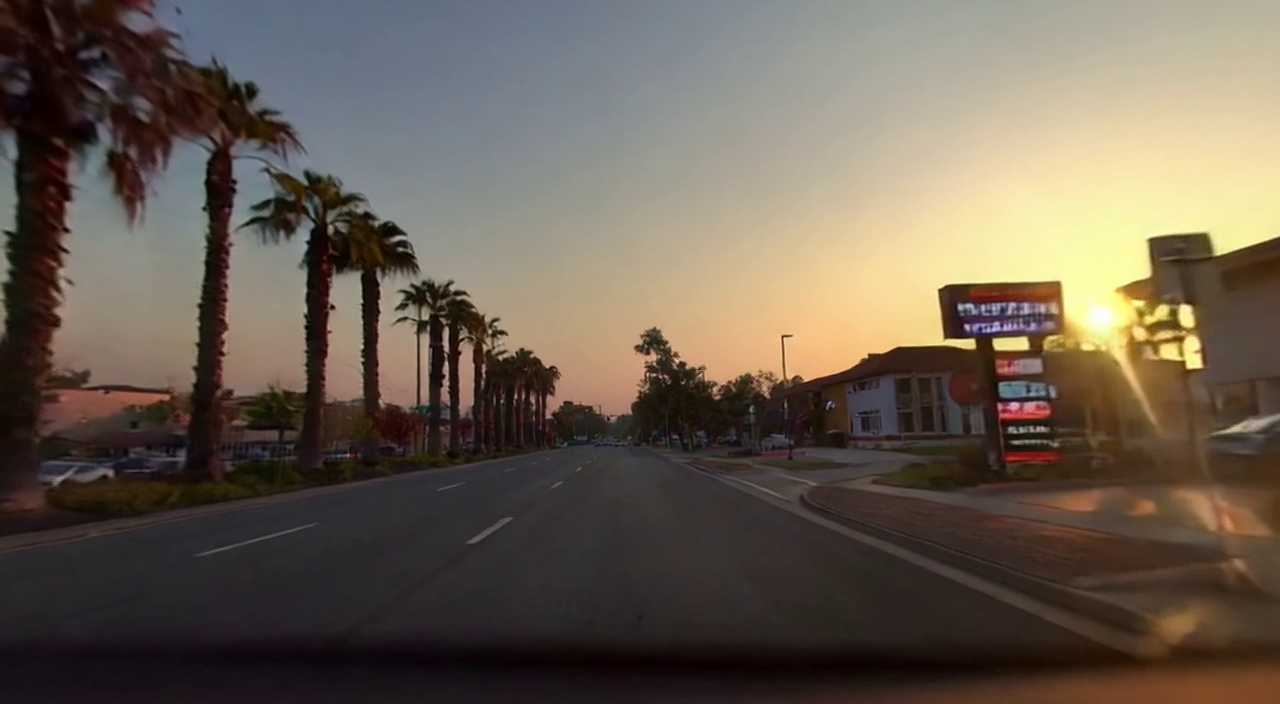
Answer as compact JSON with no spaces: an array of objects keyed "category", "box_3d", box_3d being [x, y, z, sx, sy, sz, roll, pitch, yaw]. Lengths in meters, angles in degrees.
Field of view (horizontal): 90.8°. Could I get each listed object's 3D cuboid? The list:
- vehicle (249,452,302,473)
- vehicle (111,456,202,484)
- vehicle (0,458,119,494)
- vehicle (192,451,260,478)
[{"category":"vehicle","box_3d":[-28.545,8.641,49.564,1.771,1.494,4.088,0,-8,-2]},{"category":"vehicle","box_3d":[-27.975,6.820,36.755,1.807,1.446,4.605,0,-8,-2]},{"category":"vehicle","box_3d":[-27.474,5.808,29.908,1.861,1.474,4.719,1,-8,-4]},{"category":"vehicle","box_3d":[-28.195,7.628,43.162,1.938,1.667,4.364,1,-8,-5]}]
